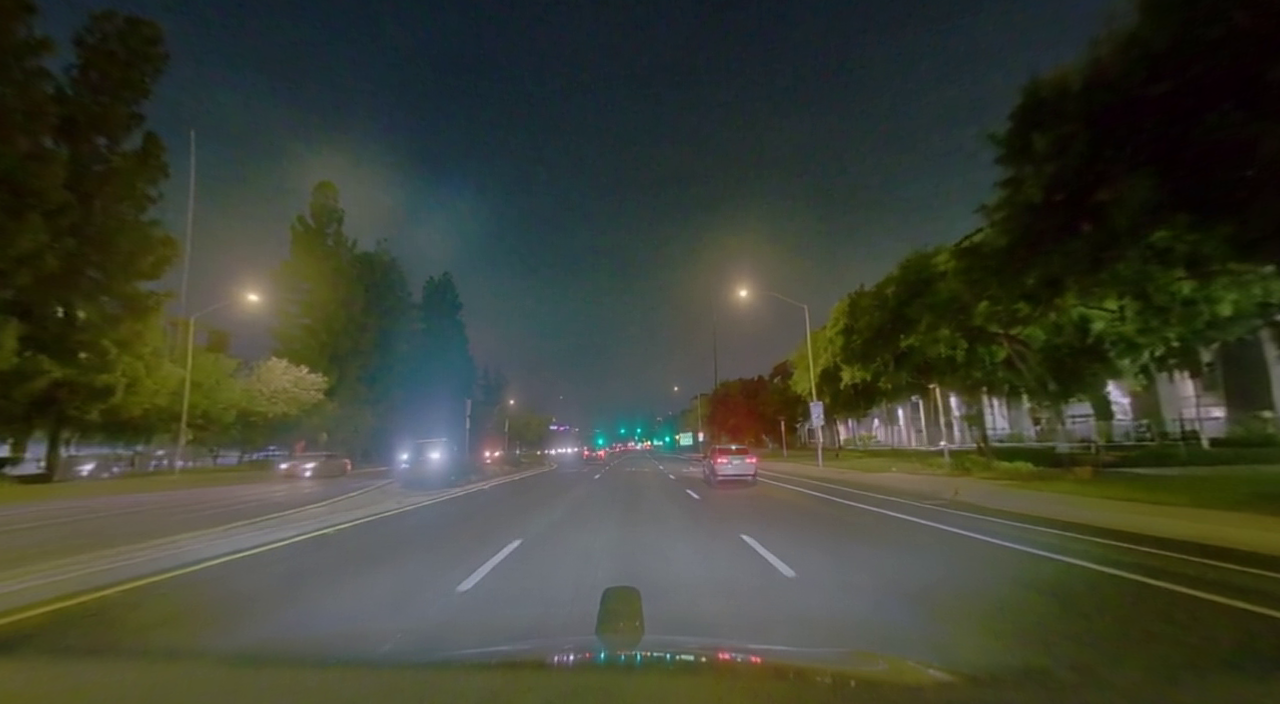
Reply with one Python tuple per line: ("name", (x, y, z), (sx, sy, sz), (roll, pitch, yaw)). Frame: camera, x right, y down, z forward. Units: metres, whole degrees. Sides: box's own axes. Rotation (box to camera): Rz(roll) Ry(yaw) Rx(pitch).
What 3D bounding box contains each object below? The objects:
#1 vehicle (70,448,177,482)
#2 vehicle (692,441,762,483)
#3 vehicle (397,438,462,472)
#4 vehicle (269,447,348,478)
("vehicle", (-30.396, 6.624, 37.284), (4.409, 1.912, 2.090), (0, -9, 0))
("vehicle", (3.182, 4.120, 23.974), (1.966, 1.449, 4.290), (0, -9, -1))
("vehicle", (-11.370, 5.592, 34.406), (2.027, 1.716, 4.357), (0, -9, 0))
("vehicle", (-17.455, 5.821, 33.466), (1.897, 1.507, 4.132), (0, -9, 0))
